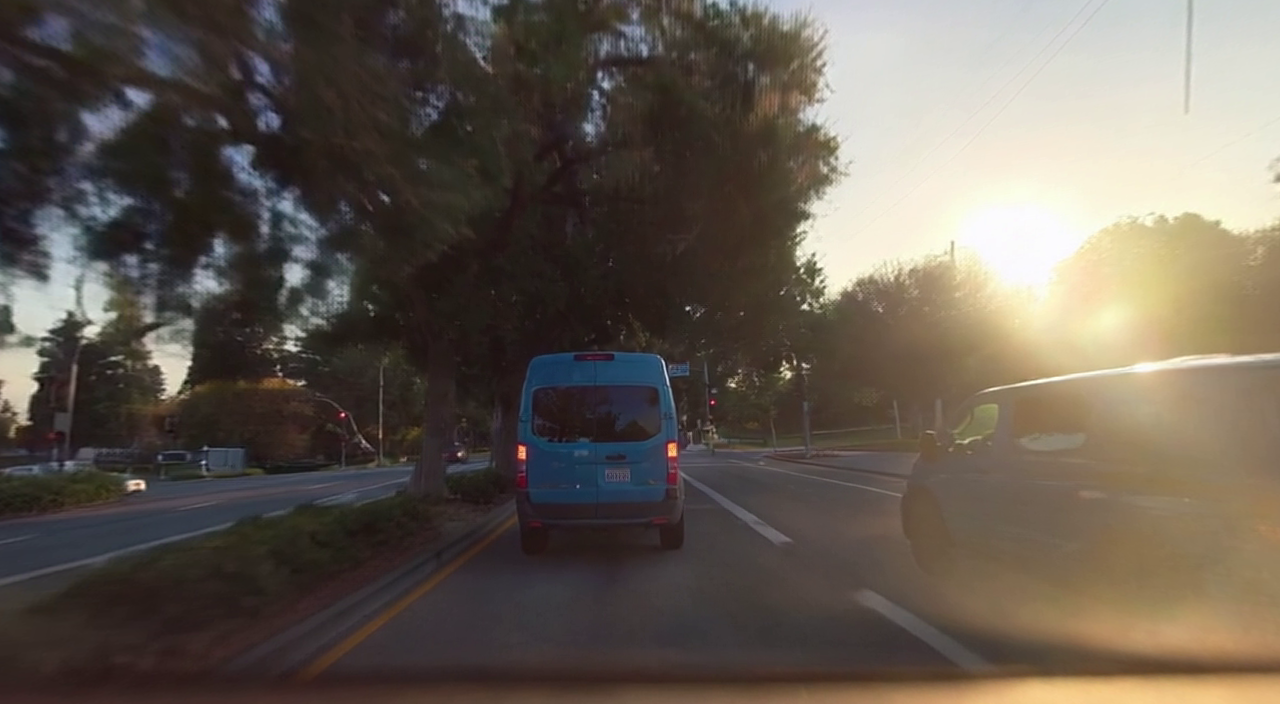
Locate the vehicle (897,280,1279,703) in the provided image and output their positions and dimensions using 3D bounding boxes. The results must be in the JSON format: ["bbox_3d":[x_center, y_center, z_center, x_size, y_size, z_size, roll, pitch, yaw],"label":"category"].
[{"bbox_3d":[3.663,0.905,4.420,1.988,1.873,3.968,0,-8,0],"label":"vehicle"}]

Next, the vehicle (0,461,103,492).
[{"bbox_3d":[-35.351,7.417,37.779,4.573,1.691,1.877,0,-9,-4],"label":"vehicle"}]

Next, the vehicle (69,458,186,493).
[{"bbox_3d":[-27.453,6.572,33.885,4.857,1.729,2.029,-1,-8,10],"label":"vehicle"}]

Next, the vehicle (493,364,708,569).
[{"bbox_3d":[-0.356,1.456,8.569,2.145,2.046,4.309,0,-8,1],"label":"vehicle"}]
